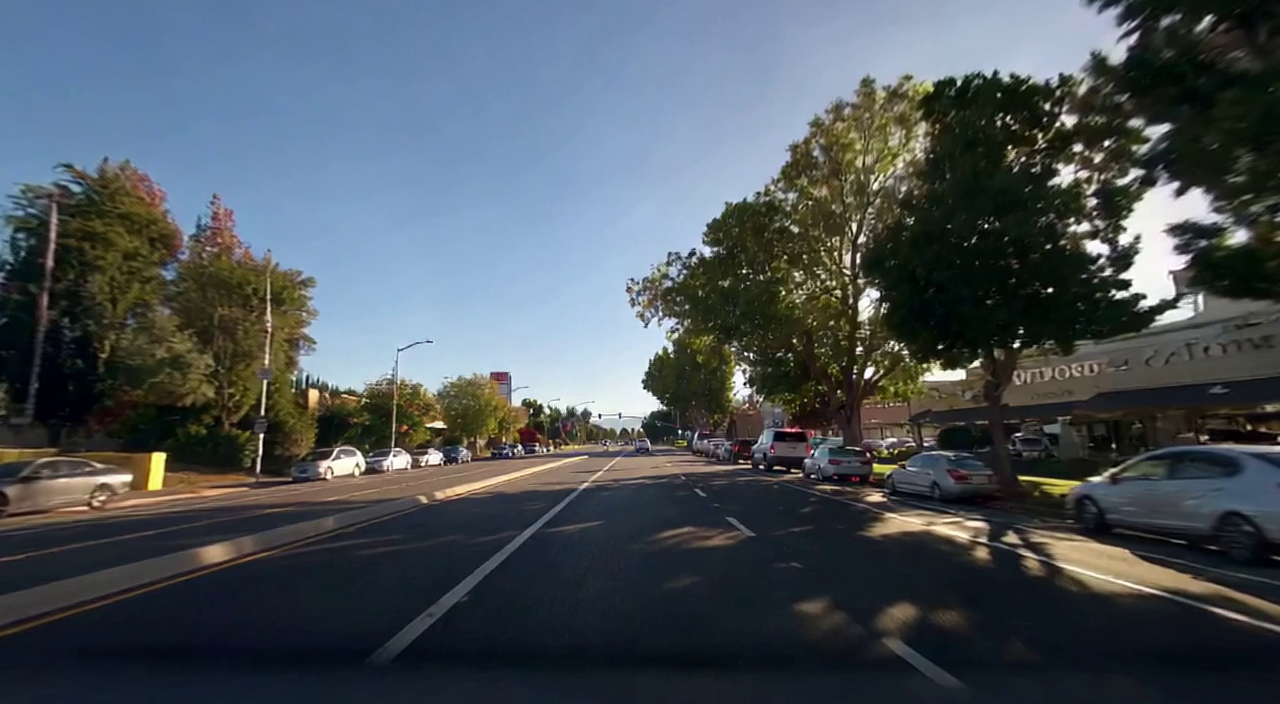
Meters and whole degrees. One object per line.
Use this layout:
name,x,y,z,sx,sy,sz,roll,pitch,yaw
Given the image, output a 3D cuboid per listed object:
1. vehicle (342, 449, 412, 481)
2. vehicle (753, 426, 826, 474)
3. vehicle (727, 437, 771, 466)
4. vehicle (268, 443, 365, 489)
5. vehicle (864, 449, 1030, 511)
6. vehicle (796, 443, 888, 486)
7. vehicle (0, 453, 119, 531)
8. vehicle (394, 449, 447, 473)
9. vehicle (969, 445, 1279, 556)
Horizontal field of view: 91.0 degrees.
vehicle,-14.441,6.193,34.898,1.836,1.448,4.941,-1,-7,-1
vehicle,7.827,5.257,33.629,2.327,2.296,5.692,0,-9,-2
vehicle,7.784,7.158,45.438,2.092,1.887,5.632,0,-9,-1
vehicle,-14.471,5.082,28.514,2.002,1.765,4.775,-3,-8,-2
vehicle,7.802,3.274,16.663,1.811,1.361,4.852,0,-9,-2
vehicle,8.006,4.487,25.433,1.992,1.499,4.715,-1,-9,-2
vehicle,-14.392,3.048,13.845,1.829,1.594,4.627,0,-9,0
vehicle,-14.452,7.162,41.663,1.880,1.488,4.483,0,-9,1
vehicle,7.953,2.397,11.011,1.902,1.499,4.492,0,-8,-1
